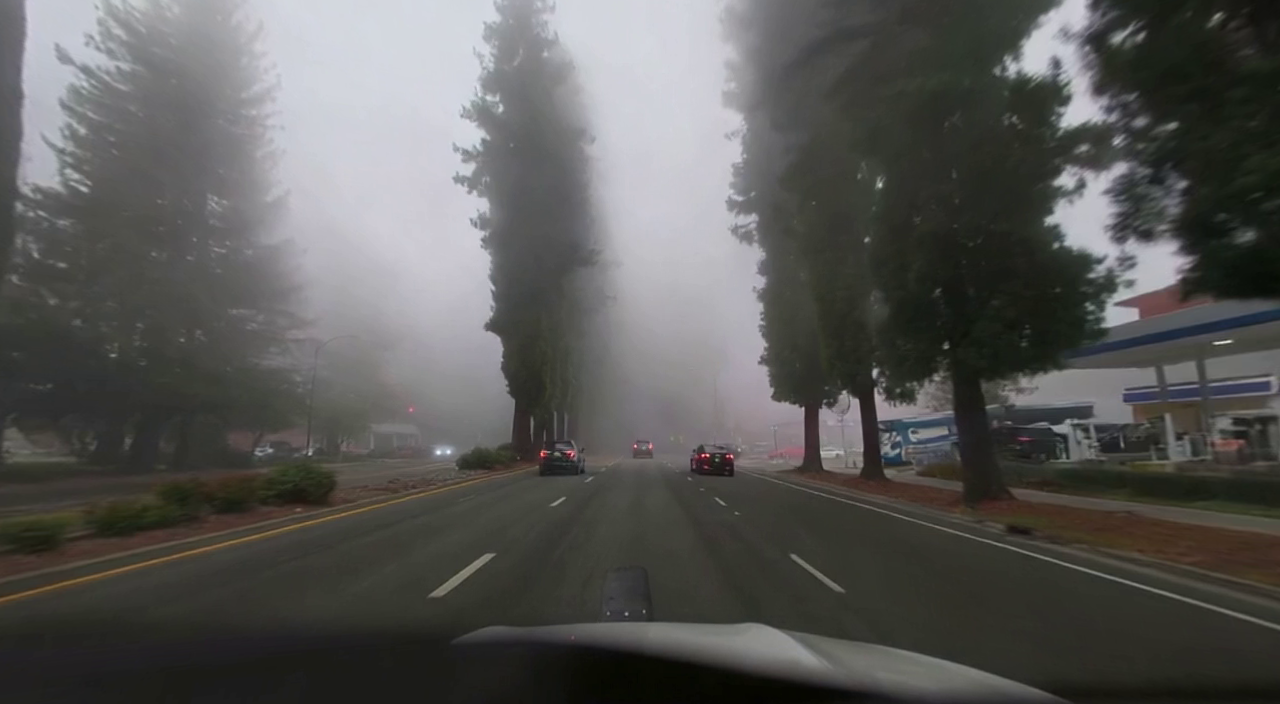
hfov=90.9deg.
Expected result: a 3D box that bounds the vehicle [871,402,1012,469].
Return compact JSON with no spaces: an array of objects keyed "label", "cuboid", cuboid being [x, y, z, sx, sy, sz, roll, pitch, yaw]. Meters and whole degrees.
[{"label":"vehicle","cuboid":[15.626,4.512,33.627,3.133,3.133,8.198,0,-8,-3]}]

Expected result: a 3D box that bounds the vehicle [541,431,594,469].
[{"label":"vehicle","cuboid":[-3.509,4.861,31.370,2.051,1.747,4.370,0,-8,1]}]

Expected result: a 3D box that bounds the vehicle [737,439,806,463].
[{"label":"vehicle","cuboid":[9.689,7.331,46.765,4.526,1.768,2.056,1,-9,-9]}]

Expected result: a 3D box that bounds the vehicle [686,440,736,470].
[{"label":"vehicle","cuboid":[3.654,5.408,33.321,2.010,1.486,4.498,0,-8,-1]}]

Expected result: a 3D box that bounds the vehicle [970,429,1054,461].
[{"label":"vehicle","cuboid":[21.057,5.335,35.916,2.029,1.733,4.440,0,-9,0]}]
